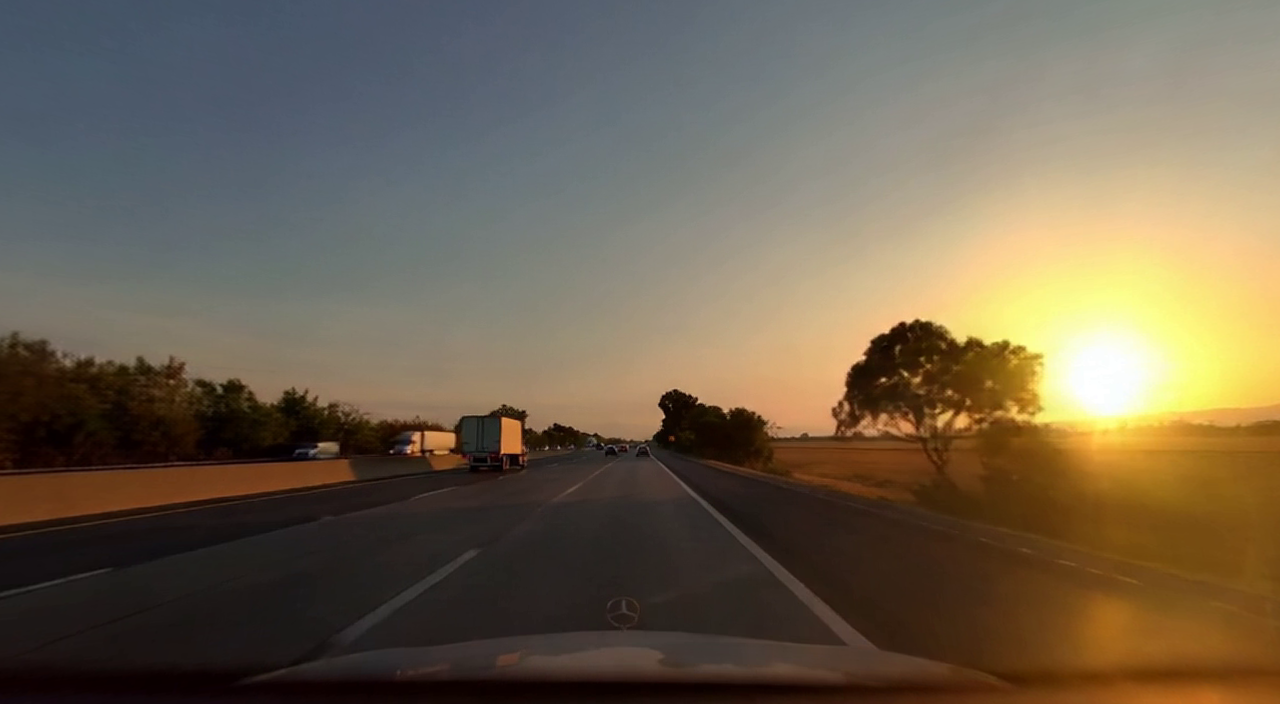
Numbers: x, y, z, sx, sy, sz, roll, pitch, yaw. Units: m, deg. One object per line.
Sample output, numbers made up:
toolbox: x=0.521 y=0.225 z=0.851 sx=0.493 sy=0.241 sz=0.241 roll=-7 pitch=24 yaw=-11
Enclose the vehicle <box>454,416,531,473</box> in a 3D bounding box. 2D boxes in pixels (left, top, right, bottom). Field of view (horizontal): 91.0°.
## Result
vehicle: x=-7.487 y=4.829 z=32.764 sx=2.444 sy=2.685 sz=5.893 roll=0 pitch=-9 yaw=1
